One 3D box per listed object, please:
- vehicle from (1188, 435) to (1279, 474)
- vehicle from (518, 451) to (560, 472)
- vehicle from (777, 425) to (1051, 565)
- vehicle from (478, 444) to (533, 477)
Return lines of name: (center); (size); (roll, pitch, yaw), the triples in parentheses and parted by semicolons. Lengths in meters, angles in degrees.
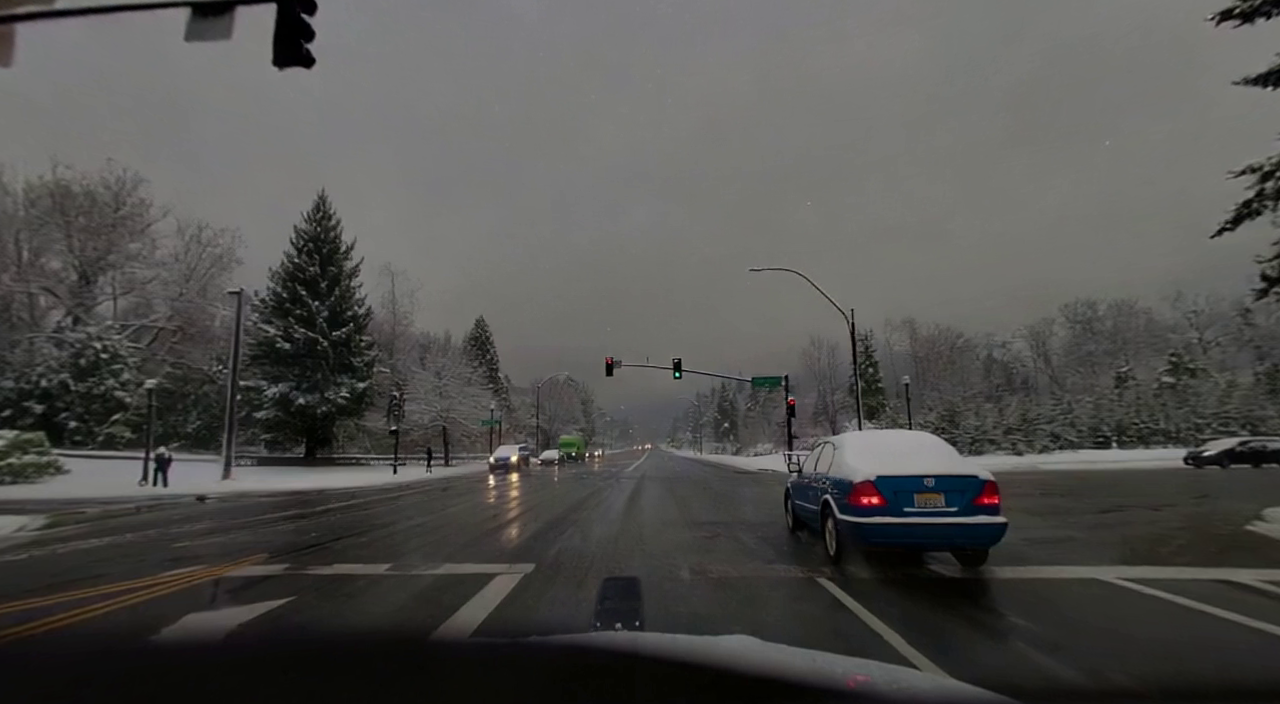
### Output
vehicle: (27.926, 4.608, 28.651); (4.598, 1.650, 2.087); (1, -9, -11)
vehicle: (-7.580, 8.254, 47.837); (1.906, 1.468, 4.686); (-1, -9, 7)
vehicle: (3.661, 2.001, 9.694); (2.129, 1.581, 4.780); (0, -8, 1)
vehicle: (-8.185, 6.658, 38.919); (2.130, 1.874, 4.691); (-1, -8, 2)
